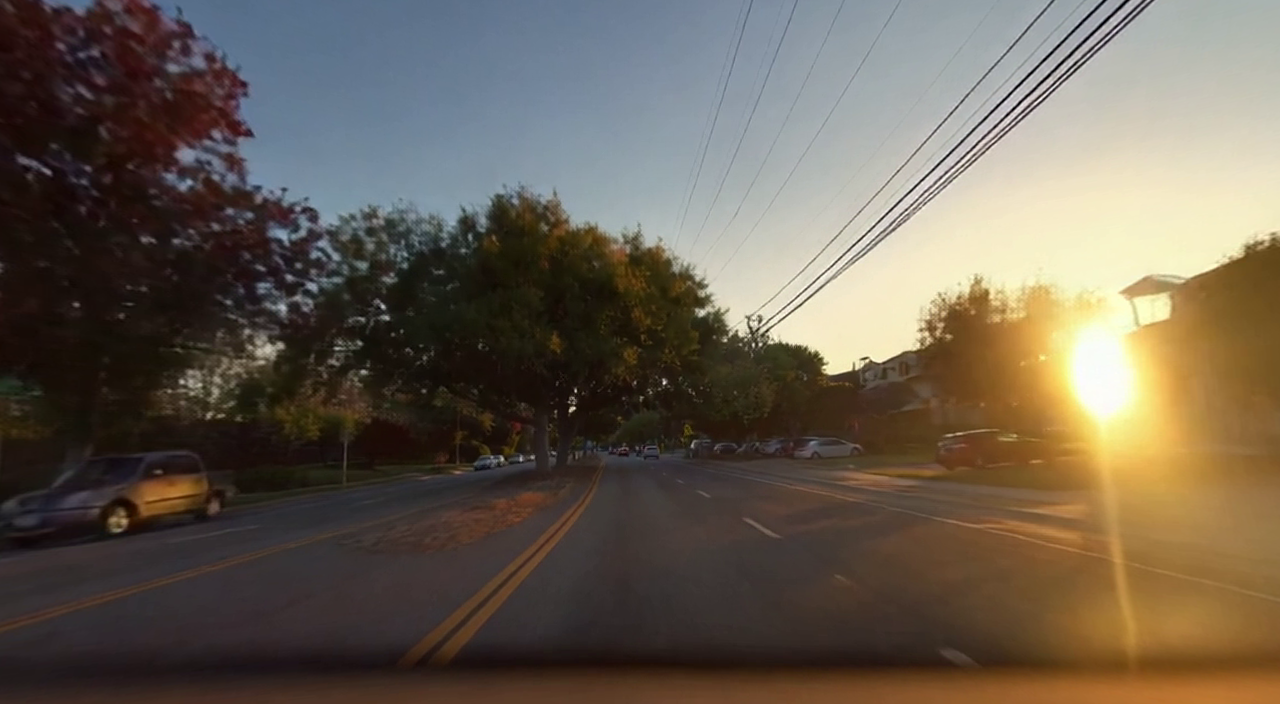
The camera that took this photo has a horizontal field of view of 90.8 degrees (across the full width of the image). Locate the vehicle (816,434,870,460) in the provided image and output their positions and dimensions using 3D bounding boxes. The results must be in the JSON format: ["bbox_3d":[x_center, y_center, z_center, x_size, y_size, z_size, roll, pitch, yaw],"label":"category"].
[{"bbox_3d":[12.772,6.011,39.967,1.889,1.499,4.218,0,-9,-1],"label":"vehicle"}]

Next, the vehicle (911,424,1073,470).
[{"bbox_3d":[12.794,3.482,23.194,4.767,1.557,1.994,0,-9,-2],"label":"vehicle"}]

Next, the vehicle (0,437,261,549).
[{"bbox_3d":[-11.294,3.036,14.180,2.347,1.960,5.167,-2,-10,0],"label":"vehicle"}]

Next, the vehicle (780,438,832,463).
[{"bbox_3d":[10.280,6.135,39.414,1.847,1.455,4.650,0,-9,-1],"label":"vehicle"}]
